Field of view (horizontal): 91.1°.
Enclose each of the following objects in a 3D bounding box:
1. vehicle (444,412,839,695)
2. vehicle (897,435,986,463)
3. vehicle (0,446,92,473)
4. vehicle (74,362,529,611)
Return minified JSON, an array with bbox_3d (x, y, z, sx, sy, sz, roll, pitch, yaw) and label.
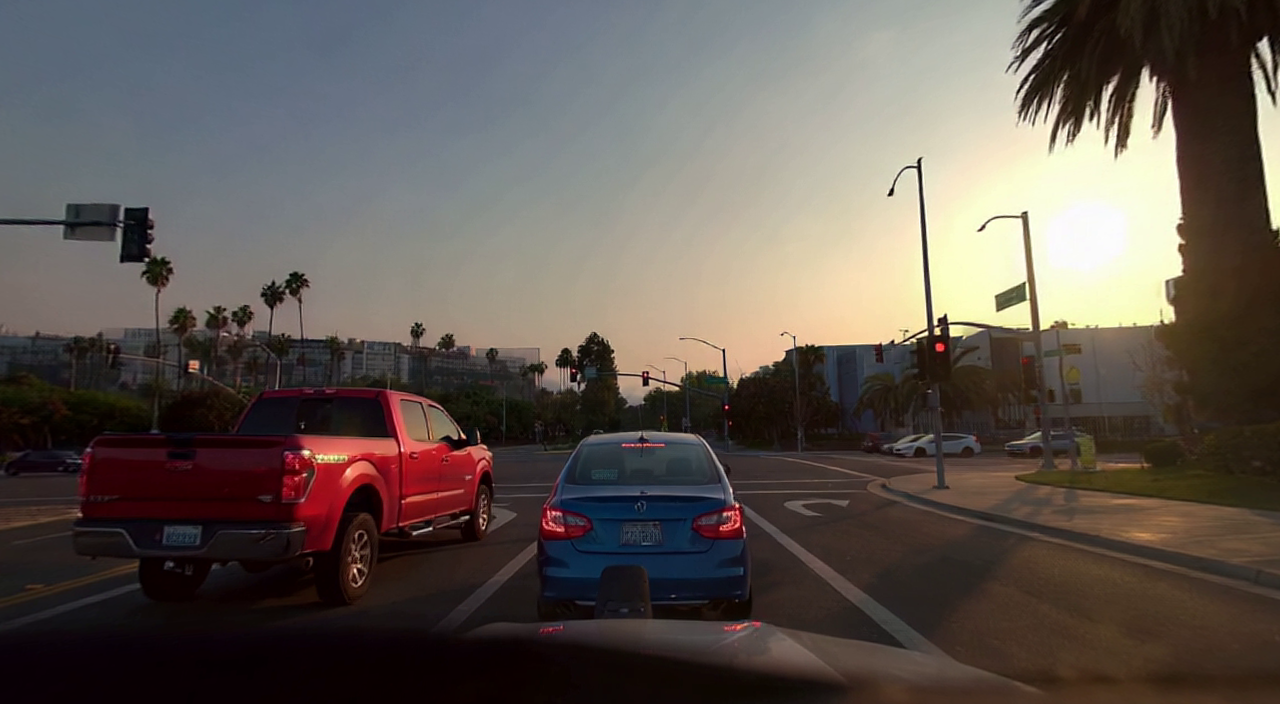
[{"bbox_3d":[0.037,1.394,5.530,2.122,1.501,4.152,0,-8,1],"label":"vehicle"},{"bbox_3d":[18.808,6.078,39.299,4.466,1.717,1.963,0,-8,2],"label":"vehicle"},{"bbox_3d":[-37.112,6.643,38.854,4.576,1.617,1.937,0,-8,2],"label":"vehicle"},{"bbox_3d":[-3.231,1.476,7.901,2.330,1.969,5.626,-1,-8,3],"label":"vehicle"}]
